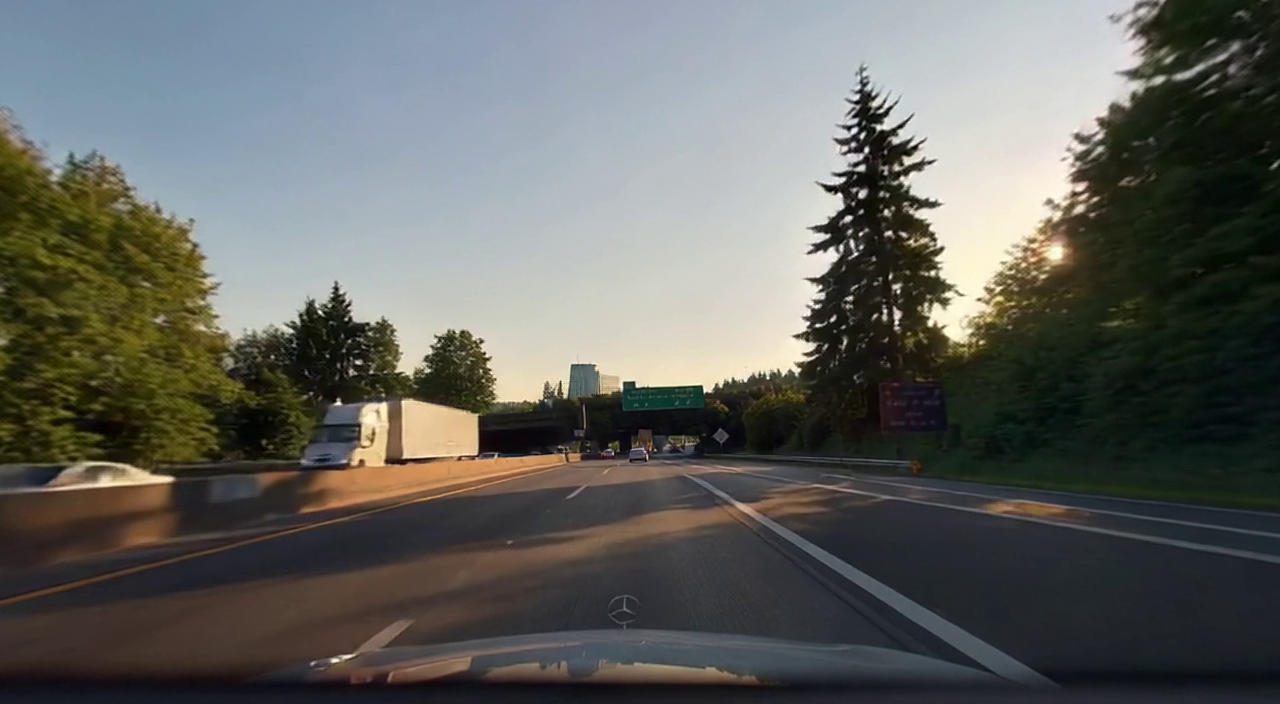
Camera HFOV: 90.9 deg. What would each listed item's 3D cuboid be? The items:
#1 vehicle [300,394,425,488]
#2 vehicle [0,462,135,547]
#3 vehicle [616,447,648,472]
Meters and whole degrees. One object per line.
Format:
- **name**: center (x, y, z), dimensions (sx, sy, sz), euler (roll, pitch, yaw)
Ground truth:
- **vehicle**: center (-12.592, 4.143, 29.242), dimensions (2.969, 3.863, 5.830), euler (0, -9, 1)
- **vehicle**: center (-12.432, 2.815, 11.600), dimensions (2.077, 1.435, 5.032), euler (0, -9, 1)
- **vehicle**: center (-0.455, 6.614, 39.036), dimensions (1.860, 1.473, 3.689), euler (0, -9, 1)
